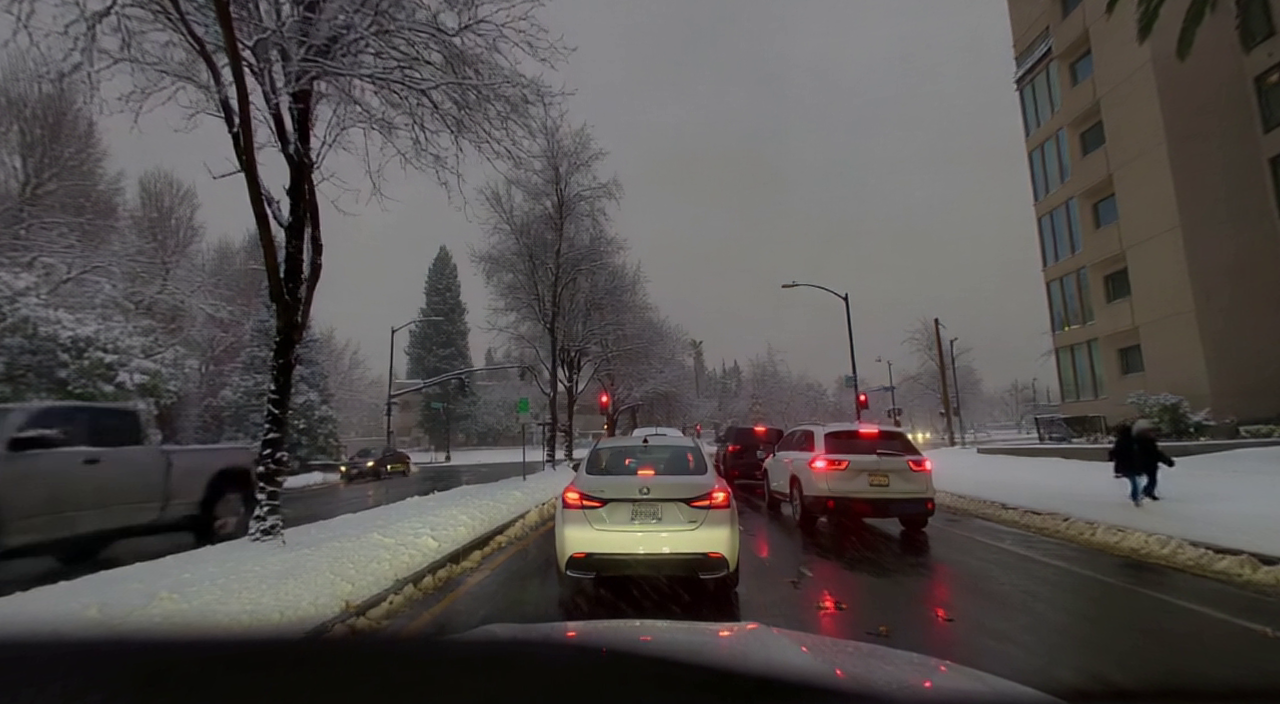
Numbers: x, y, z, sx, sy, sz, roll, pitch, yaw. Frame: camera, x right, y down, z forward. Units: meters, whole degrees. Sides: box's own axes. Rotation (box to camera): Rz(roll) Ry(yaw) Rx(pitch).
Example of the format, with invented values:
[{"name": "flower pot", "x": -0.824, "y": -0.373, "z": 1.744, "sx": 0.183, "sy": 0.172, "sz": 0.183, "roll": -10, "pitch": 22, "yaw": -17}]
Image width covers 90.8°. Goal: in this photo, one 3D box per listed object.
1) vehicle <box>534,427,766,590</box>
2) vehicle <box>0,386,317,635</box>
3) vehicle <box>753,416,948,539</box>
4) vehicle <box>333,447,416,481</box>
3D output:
[{"name": "vehicle", "x": 0.136, "y": 1.719, "z": 7.774, "sx": 2.088, "sy": 1.452, "sz": 3.993, "roll": 0, "pitch": -8, "yaw": 1}, {"name": "vehicle", "x": -5.655, "y": 1.415, "z": 6.312, "sx": 2.068, "sy": 1.811, "sz": 4.910, "roll": -1, "pitch": -8, "yaw": 3}, {"name": "vehicle", "x": 3.394, "y": 2.115, "z": 11.241, "sx": 2.003, "sy": 1.733, "sz": 4.319, "roll": 0, "pitch": -8, "yaw": 1}, {"name": "vehicle", "x": -13.168, "y": 5.559, "z": 31.736, "sx": 1.965, "sy": 1.507, "sz": 4.725, "roll": -1, "pitch": -8, "yaw": 2}]
